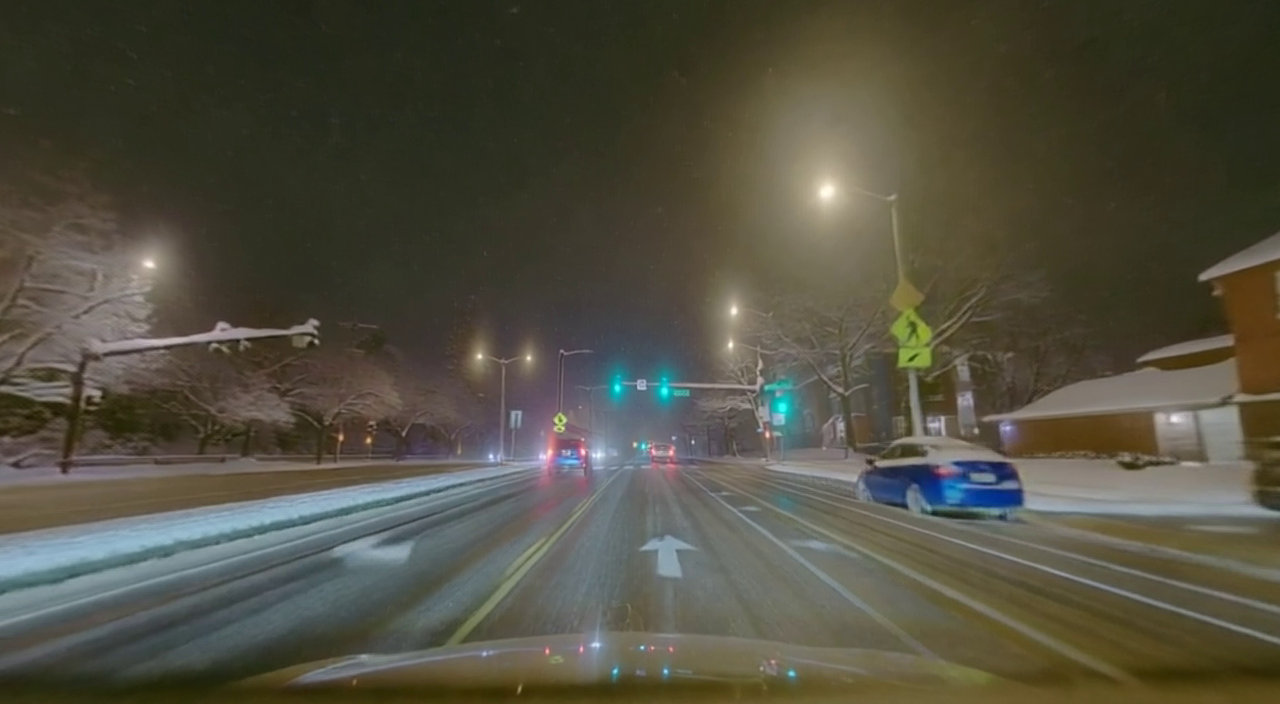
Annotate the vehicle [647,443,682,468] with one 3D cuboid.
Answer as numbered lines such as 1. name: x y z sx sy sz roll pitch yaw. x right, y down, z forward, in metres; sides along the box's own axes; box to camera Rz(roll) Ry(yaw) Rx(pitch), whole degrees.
1. vehicle: 1.499 6.596 40.267 2.075 1.480 3.920 0 -8 -1

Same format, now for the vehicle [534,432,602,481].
1. vehicle: -2.846 4.258 26.002 2.150 1.812 4.423 0 -8 1

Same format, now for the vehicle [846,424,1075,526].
1. vehicle: 6.188 2.419 13.078 2.038 1.687 4.985 0 -8 -1
